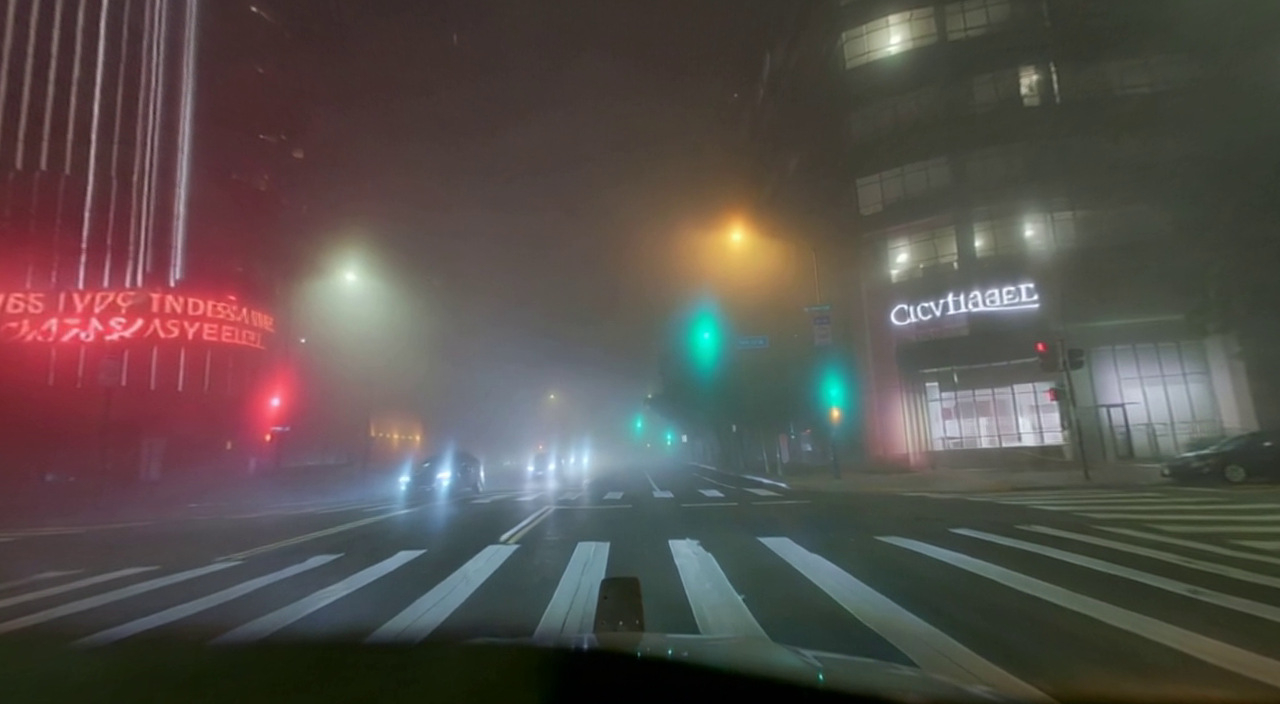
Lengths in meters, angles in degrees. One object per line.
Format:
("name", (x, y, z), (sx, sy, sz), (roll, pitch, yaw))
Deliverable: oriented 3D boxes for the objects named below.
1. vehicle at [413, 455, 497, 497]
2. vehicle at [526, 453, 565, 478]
("vehicle", (-7.273, 4.903, 25.326), (1.893, 1.451, 4.276), (-1, -9, 3))
("vehicle", (-6.349, 7.659, 42.903), (1.897, 1.537, 3.770), (-1, -9, 3))
